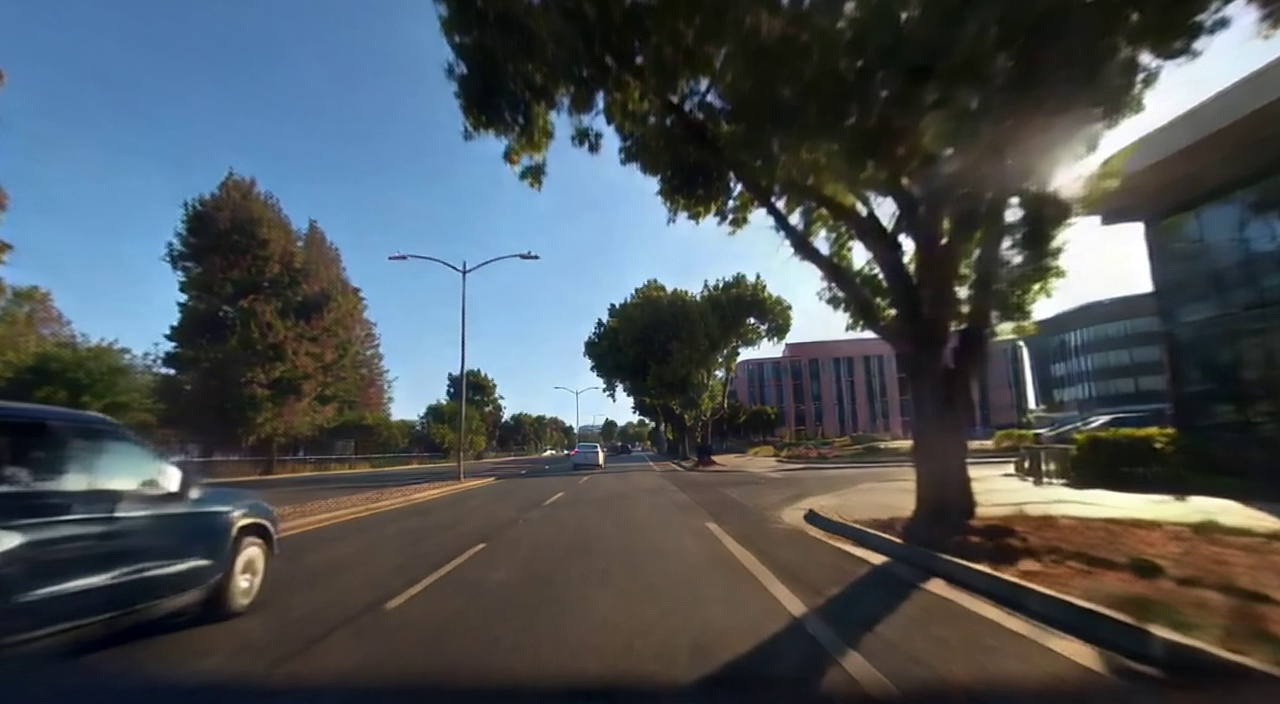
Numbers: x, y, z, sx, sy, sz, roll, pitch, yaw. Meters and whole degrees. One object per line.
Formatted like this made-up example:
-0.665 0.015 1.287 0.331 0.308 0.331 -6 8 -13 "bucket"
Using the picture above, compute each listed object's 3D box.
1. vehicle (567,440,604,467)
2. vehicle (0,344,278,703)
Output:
-3.747 7.081 44.057 2.179 1.771 4.267 0 -8 1 "vehicle"
-3.839 0.763 2.318 2.202 1.685 4.772 0 -8 0 "vehicle"
